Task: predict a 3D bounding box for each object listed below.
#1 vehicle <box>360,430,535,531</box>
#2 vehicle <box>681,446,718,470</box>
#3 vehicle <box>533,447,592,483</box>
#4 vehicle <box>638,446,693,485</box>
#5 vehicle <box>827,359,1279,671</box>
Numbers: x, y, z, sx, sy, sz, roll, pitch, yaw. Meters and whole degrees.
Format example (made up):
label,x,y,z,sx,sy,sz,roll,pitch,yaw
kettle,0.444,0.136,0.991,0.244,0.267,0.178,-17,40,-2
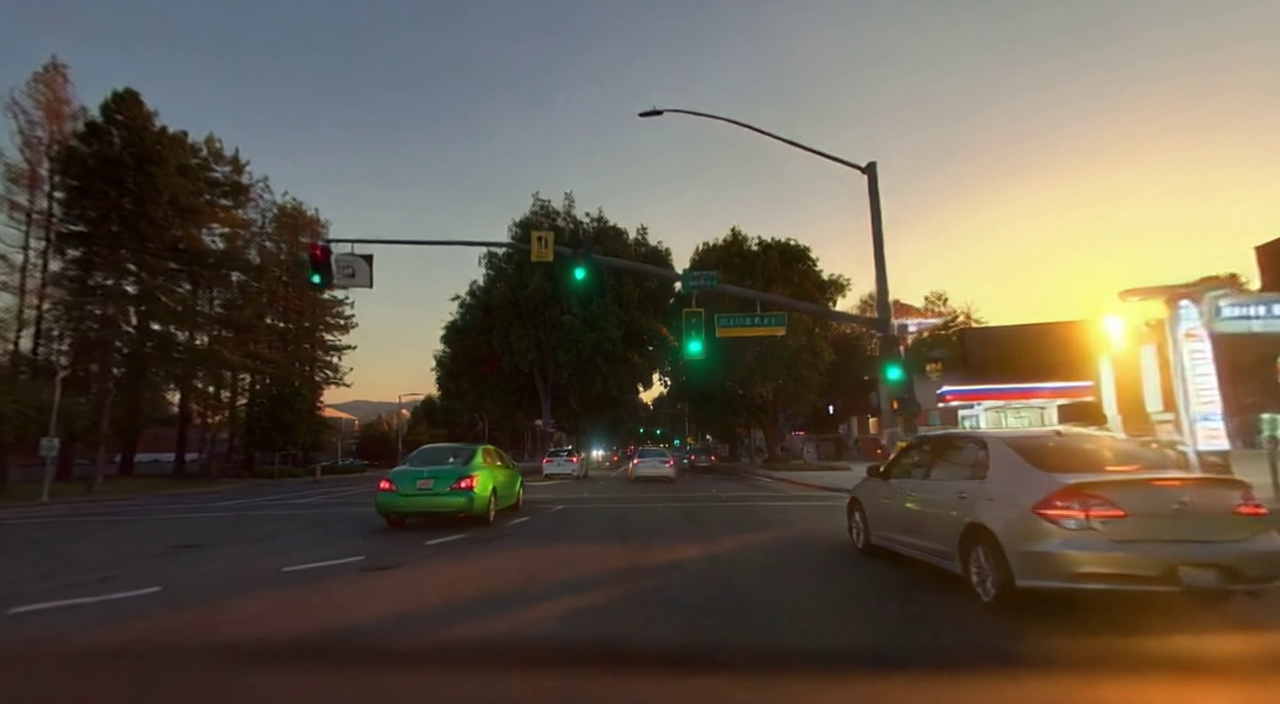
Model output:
label,x,y,z,sx,sy,sz,roll,pitch,yaw
vehicle,-3.671,2.541,13.182,2.023,1.687,4.874,-1,-8,1
vehicle,3.858,6.945,41.489,1.920,1.479,4.548,0,-8,-1
vehicle,-3.372,5.022,28.269,1.995,1.436,4.500,0,-8,1
vehicle,0.942,4.517,25.394,1.994,1.433,3.894,0,-8,0
vehicle,3.482,1.273,6.019,1.992,1.805,4.549,0,-8,0
